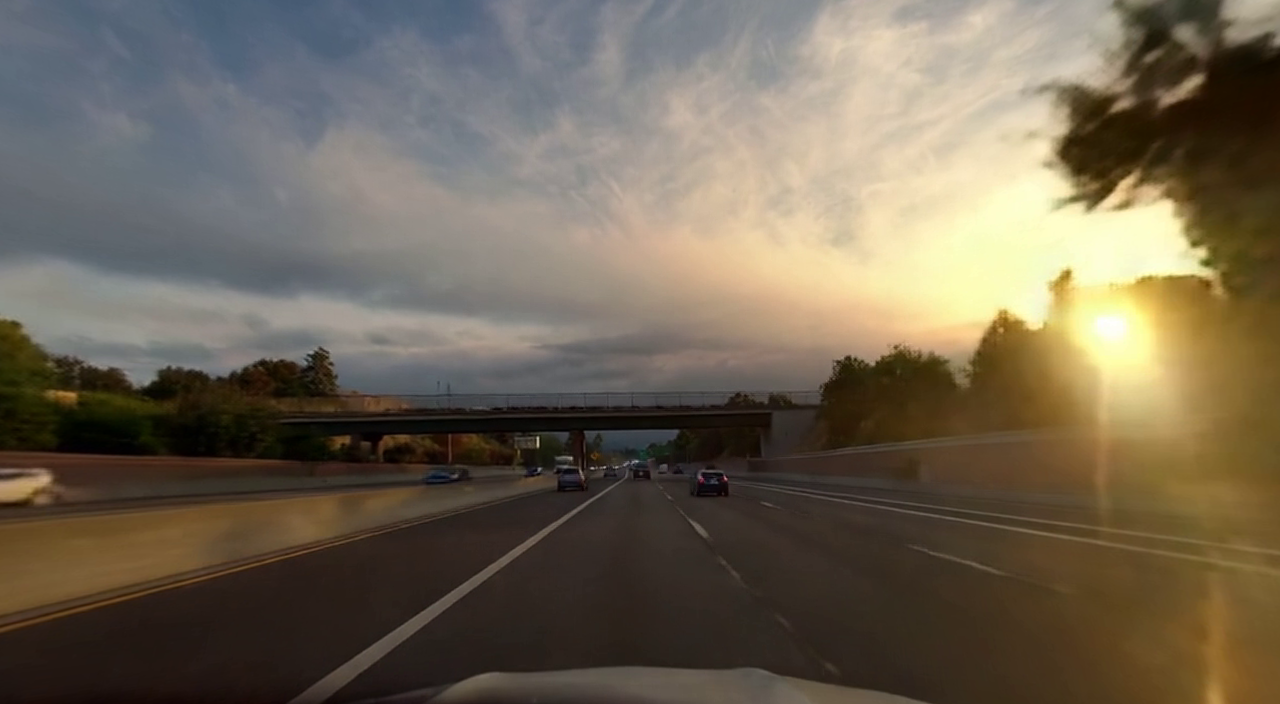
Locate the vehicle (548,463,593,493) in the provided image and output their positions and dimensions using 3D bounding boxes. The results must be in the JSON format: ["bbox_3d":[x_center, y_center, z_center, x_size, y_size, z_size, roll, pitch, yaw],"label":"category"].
[{"bbox_3d":[-3.790,6.940,34.803,1.975,1.486,3.903,1,-10,0],"label":"vehicle"}]

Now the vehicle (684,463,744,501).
[{"bbox_3d":[3.259,5.869,28.591,2.092,1.518,4.348,1,-10,-1],"label":"vehicle"}]

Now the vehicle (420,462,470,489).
[{"bbox_3d":[-13.413,8.525,43.527,1.934,1.661,4.526,1,-10,1],"label":"vehicle"}]

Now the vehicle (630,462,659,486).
[{"bbox_3d":[0.331,9.436,48.795,2.181,1.698,4.056,1,-10,0],"label":"vehicle"}]
